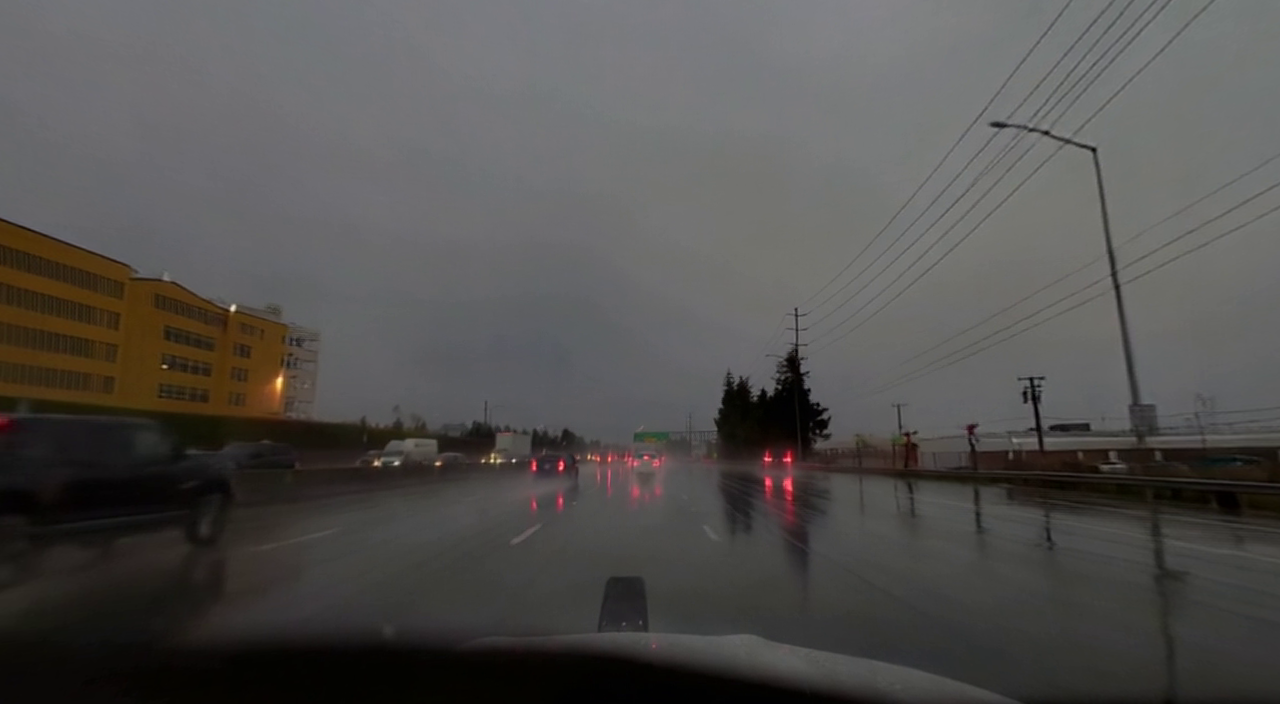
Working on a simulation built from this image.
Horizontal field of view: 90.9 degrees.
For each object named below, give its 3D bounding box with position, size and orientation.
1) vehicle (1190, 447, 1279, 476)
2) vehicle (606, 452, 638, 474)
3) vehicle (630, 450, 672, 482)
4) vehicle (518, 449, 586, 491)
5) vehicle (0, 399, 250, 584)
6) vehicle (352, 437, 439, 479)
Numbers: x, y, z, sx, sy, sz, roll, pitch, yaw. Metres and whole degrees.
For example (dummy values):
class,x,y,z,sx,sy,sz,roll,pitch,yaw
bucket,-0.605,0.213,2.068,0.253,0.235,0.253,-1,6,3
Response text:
class,x,y,z,sx,sy,sz,roll,pitch,yaw
vehicle,44.027,7.934,45.927,5.919,1.682,2.144,-3,-9,-3
vehicle,-1.270,8.235,46.821,2.034,1.466,4.363,-1,-8,3
vehicle,0.594,6.086,33.815,2.107,1.538,3.999,0,-8,1
vehicle,-3.516,4.813,26.125,2.059,1.508,4.662,0,-8,1
vehicle,-7.433,1.614,7.759,2.106,1.827,4.814,0,-8,1
vehicle,-12.604,5.485,33.063,2.133,1.970,5.950,0,-8,0
